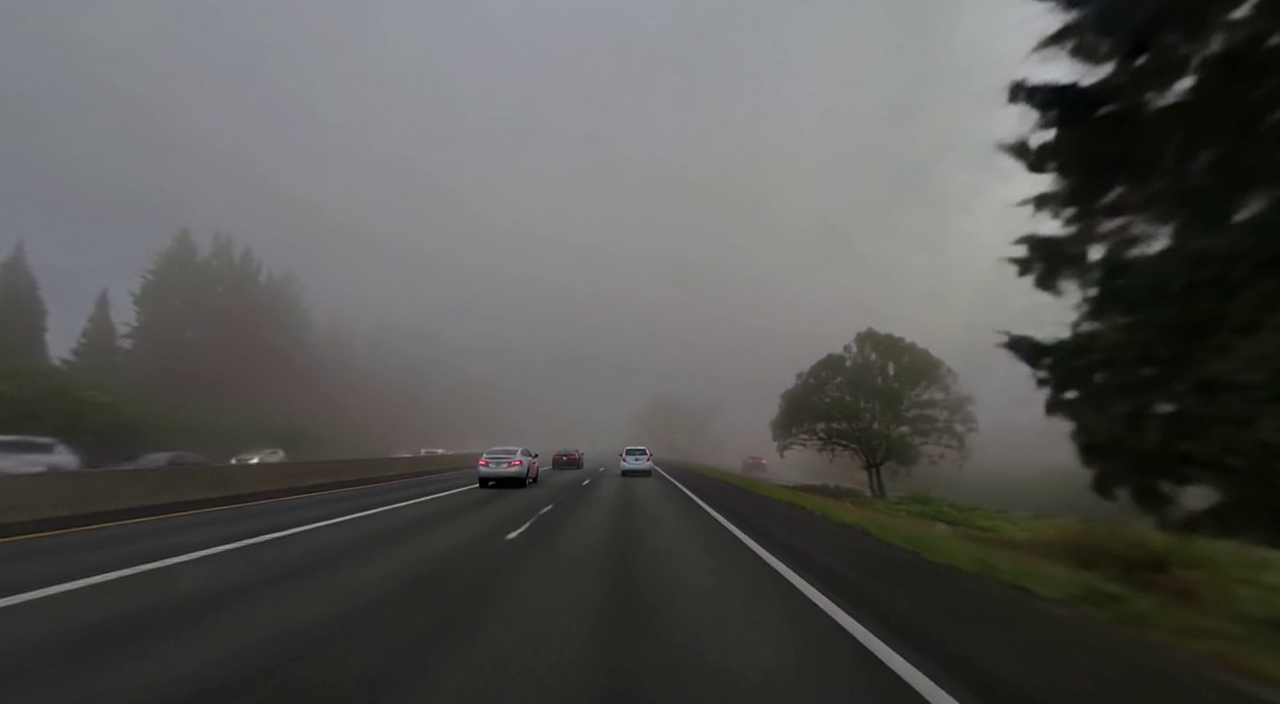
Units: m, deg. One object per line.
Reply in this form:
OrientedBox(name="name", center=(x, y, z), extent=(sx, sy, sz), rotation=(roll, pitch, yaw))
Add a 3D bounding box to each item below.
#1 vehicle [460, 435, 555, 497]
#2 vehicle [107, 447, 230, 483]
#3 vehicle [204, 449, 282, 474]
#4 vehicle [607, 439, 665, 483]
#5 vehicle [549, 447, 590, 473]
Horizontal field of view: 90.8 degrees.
OrientedBox(name="vehicle", center=(-4.057, 3.569, 20.154), extent=(2.044, 1.717, 4.421), rotation=(0, -9, 1))
OrientedBox(name="vehicle", center=(-20.863, 4.982, 28.254), extent=(1.907, 1.462, 4.688), rotation=(0, -8, 0))
OrientedBox(name="vehicle", center=(-25.186, 6.934, 40.296), extent=(1.861, 1.467, 4.782), rotation=(0, -8, 0))
OrientedBox(name="vehicle", center=(-0.191, 4.765, 27.978), extent=(2.378, 1.750, 4.355), rotation=(0, -9, -1))
OrientedBox(name="vehicle", center=(-4.319, 6.636, 39.124), extent=(2.084, 1.528, 4.094), rotation=(0, -9, 0))
